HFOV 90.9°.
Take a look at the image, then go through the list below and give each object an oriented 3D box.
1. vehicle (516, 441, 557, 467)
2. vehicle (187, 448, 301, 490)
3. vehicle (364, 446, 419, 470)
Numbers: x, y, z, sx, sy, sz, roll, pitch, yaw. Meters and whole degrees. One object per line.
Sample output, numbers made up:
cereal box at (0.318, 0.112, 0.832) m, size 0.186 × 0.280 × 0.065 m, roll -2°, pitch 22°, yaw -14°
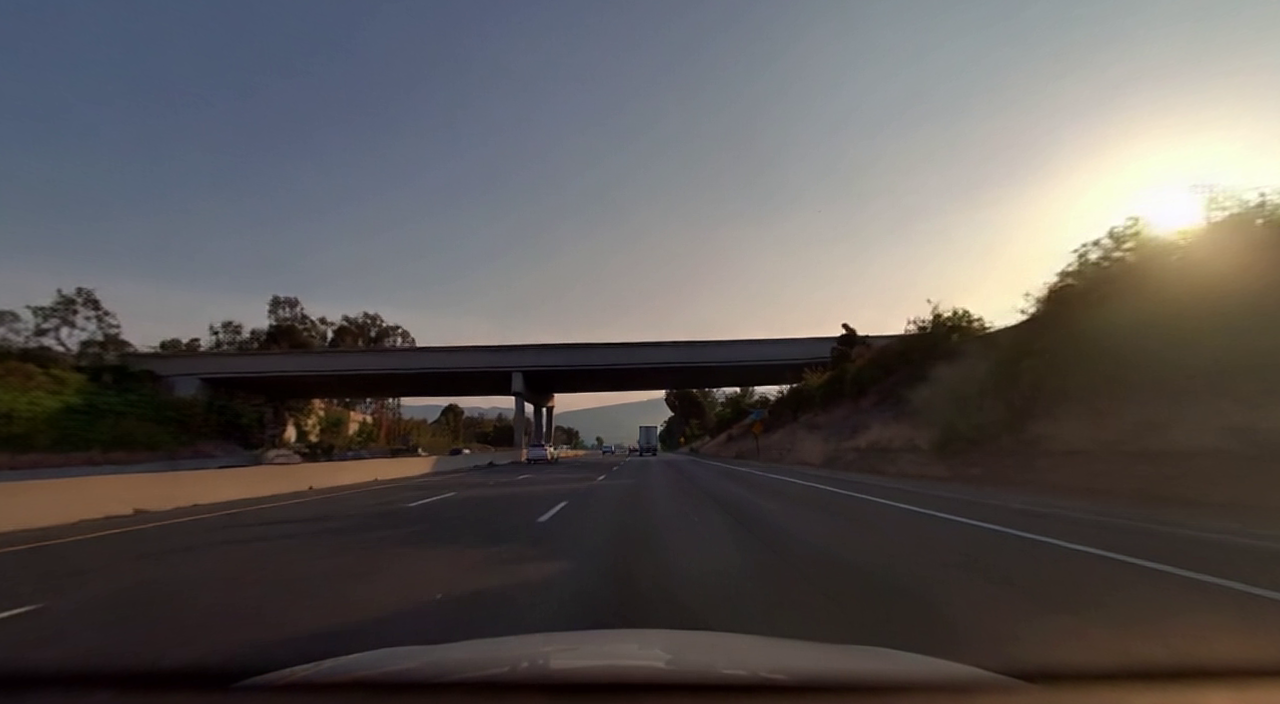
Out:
vehicle at (-7.101, 7.032, 43.628) m, size 1.981 × 1.685 × 4.171 m, roll 0°, pitch -8°, yaw 1°
vehicle at (-16.317, 4.799, 26.291) m, size 1.886 × 1.531 × 4.331 m, roll 0°, pitch -8°, yaw 1°
vehicle at (-17.928, 7.640, 45.745) m, size 1.890 × 1.623 × 4.607 m, roll -1°, pitch -8°, yaw 3°
